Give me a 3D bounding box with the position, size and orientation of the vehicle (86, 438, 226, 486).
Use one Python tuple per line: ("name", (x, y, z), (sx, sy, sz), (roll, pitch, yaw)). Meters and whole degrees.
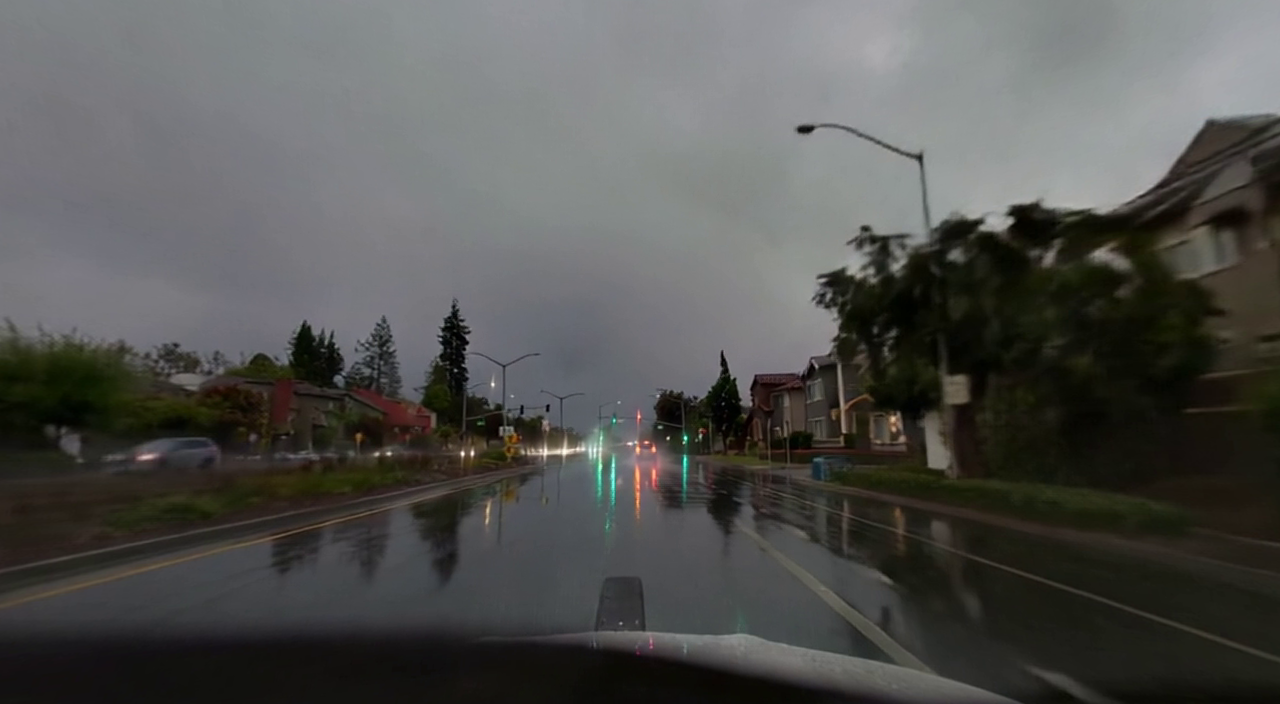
("vehicle", (-19.846, 4.529, 26.271), (1.984, 1.790, 4.830), (0, -9, 0))
